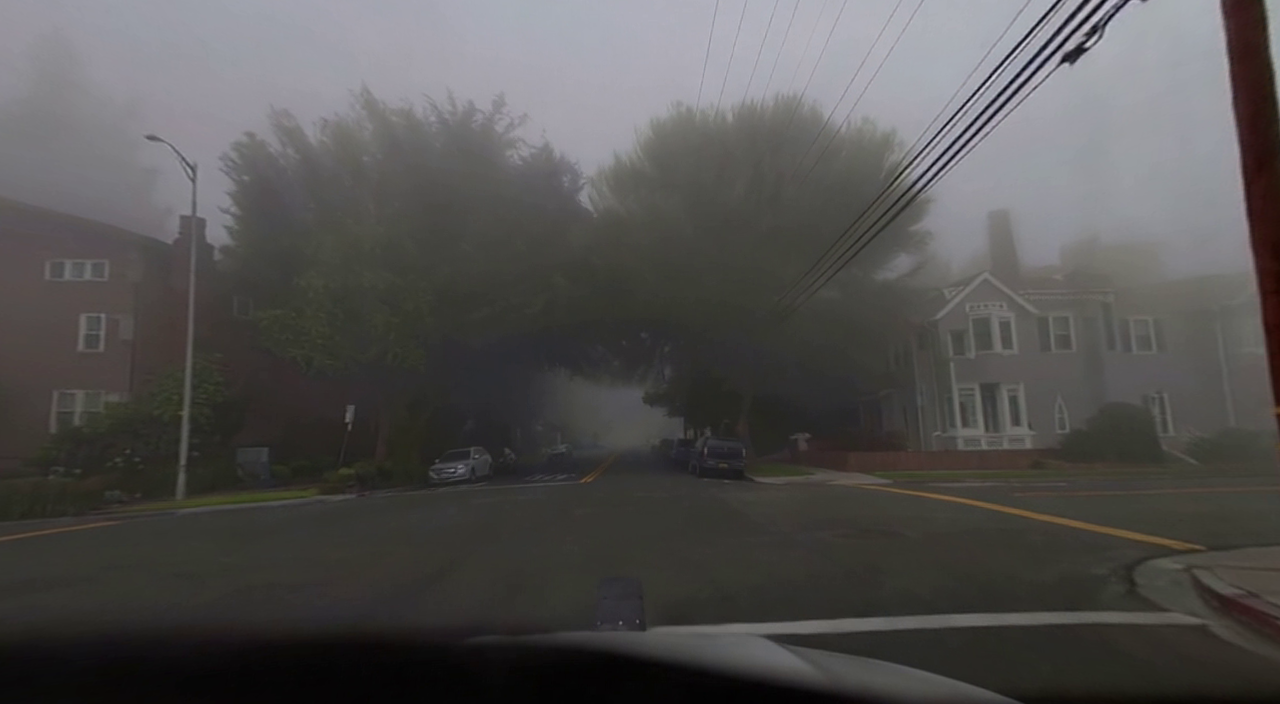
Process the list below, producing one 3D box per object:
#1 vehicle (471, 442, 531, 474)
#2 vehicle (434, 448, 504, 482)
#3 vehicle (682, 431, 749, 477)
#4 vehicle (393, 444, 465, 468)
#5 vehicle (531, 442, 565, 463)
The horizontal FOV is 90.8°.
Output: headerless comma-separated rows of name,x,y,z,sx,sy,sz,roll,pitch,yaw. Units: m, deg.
vehicle,-7.149,5.493,32.925,1.957,1.549,4.527,0,-8,2
vehicle,-7.289,4.835,27.329,1.926,1.307,3.909,0,-9,0
vehicle,3.004,4.203,26.128,2.114,1.708,4.474,0,-9,-1
vehicle,-13.484,6.661,40.585,3.905,1.480,1.892,0,-9,0
vehicle,-7.134,7.822,49.178,1.914,1.508,4.653,0,-8,0
